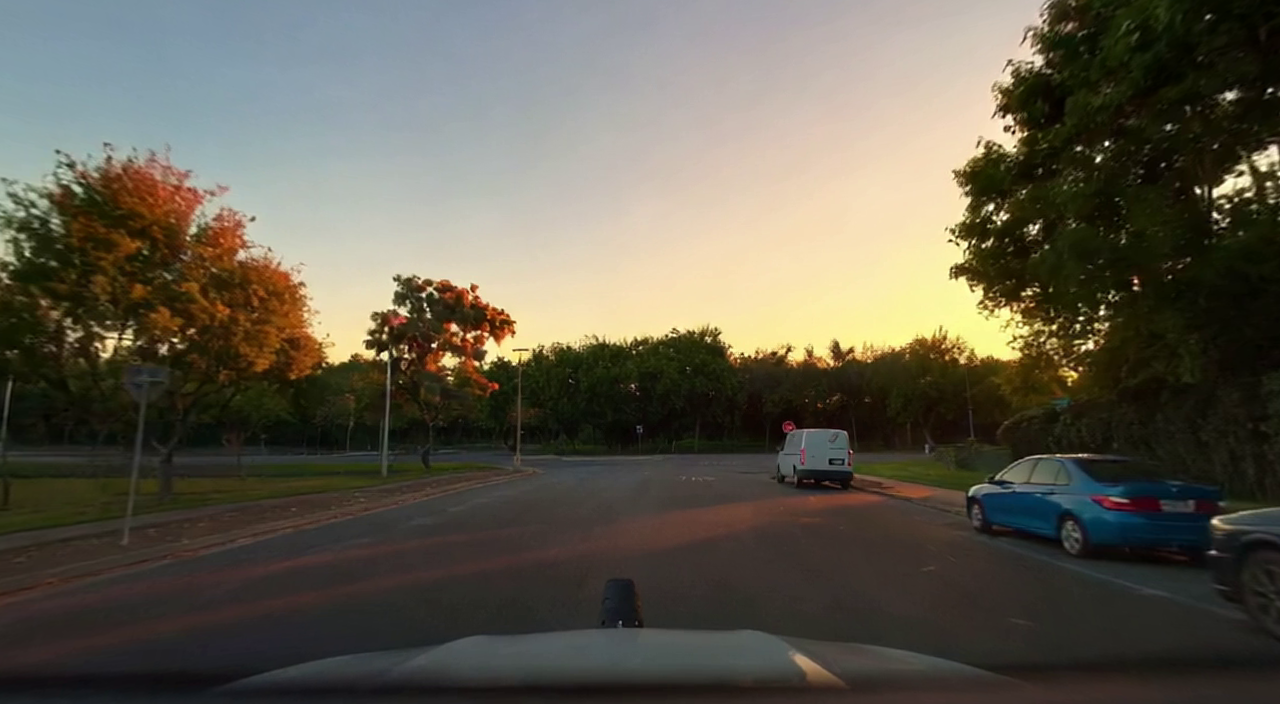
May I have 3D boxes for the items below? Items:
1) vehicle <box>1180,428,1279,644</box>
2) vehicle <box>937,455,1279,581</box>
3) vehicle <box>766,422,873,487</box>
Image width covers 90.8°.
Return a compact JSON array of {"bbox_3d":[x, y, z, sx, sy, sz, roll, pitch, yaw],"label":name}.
[{"bbox_3d":[5.567,1.060,2.760,2.135,1.533,5.038,0,-8,3],"label":"vehicle"},{"bbox_3d":[6.176,2.154,9.005,1.970,1.269,4.199,0,-8,2],"label":"vehicle"},{"bbox_3d":[6.943,4.068,25.386,2.659,2.245,5.991,0,-8,1],"label":"vehicle"}]
